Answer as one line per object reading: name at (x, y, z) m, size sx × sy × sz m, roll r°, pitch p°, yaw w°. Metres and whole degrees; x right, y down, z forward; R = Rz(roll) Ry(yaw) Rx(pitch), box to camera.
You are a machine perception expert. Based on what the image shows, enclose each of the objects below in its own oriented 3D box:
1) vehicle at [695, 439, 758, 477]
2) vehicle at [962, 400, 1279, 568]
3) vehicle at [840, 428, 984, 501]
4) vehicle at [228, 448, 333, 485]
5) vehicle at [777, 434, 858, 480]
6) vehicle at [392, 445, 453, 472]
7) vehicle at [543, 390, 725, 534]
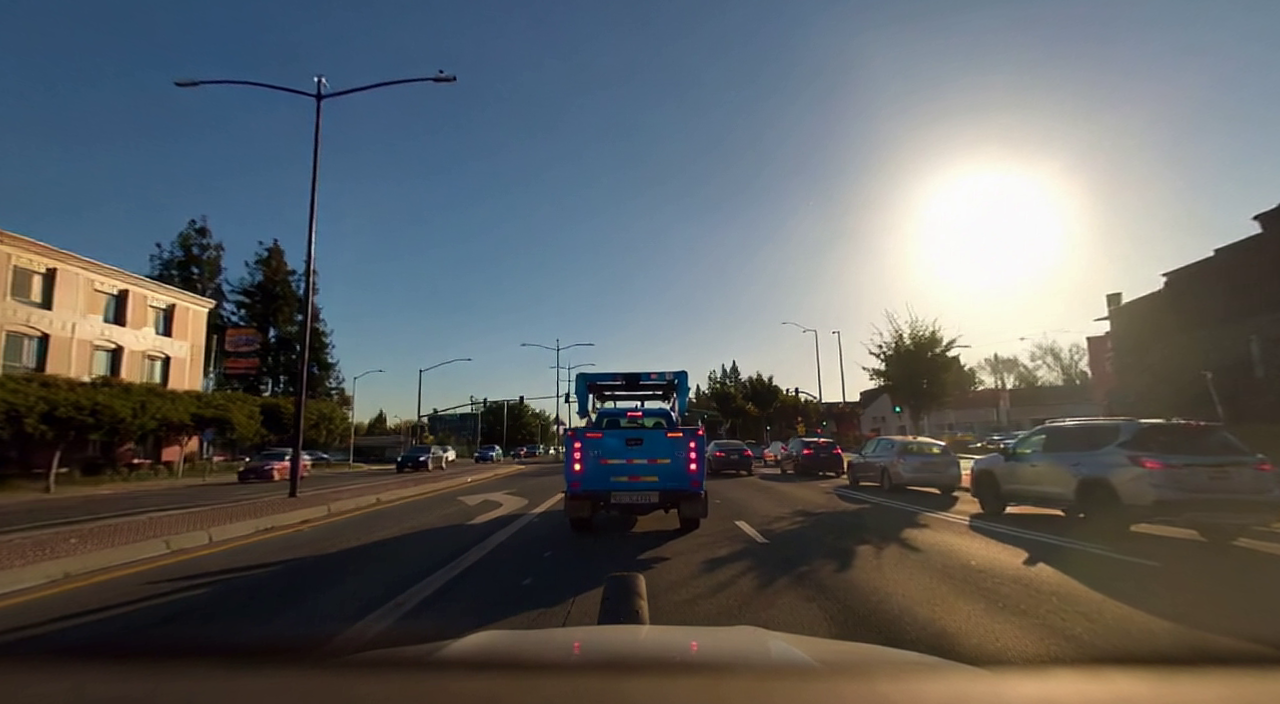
vehicle at (3.554, 4.433, 26.699) m, size 1.960 × 1.474 × 4.279 m, roll 0°, pitch -9°, yaw -1°
vehicle at (6.837, 1.738, 9.024) m, size 2.023 × 1.771 × 4.488 m, roll 0°, pitch -9°, yaw -1°
vehicle at (7.083, 2.972, 17.045) m, size 1.931 × 1.692 × 4.267 m, roll 0°, pitch -9°, yaw 0°
vehicle at (-16.071, 5.105, 28.595) m, size 1.910 × 1.485 × 4.802 m, roll 0°, pitch -9°, yaw 0°
vehicle at (7.078, 4.234, 25.687) m, size 1.953 × 1.665 × 4.327 m, roll 0°, pitch -9°, yaw -2°
vehicle at (-12.281, 6.032, 36.022) m, size 1.906 × 1.461 × 4.333 m, roll 0°, pitch -9°, yaw 1°
vehicle at (-0.122, 2.061, 12.294) m, size 2.682 × 2.117 × 5.706 m, roll 0°, pitch -9°, yaw -1°
